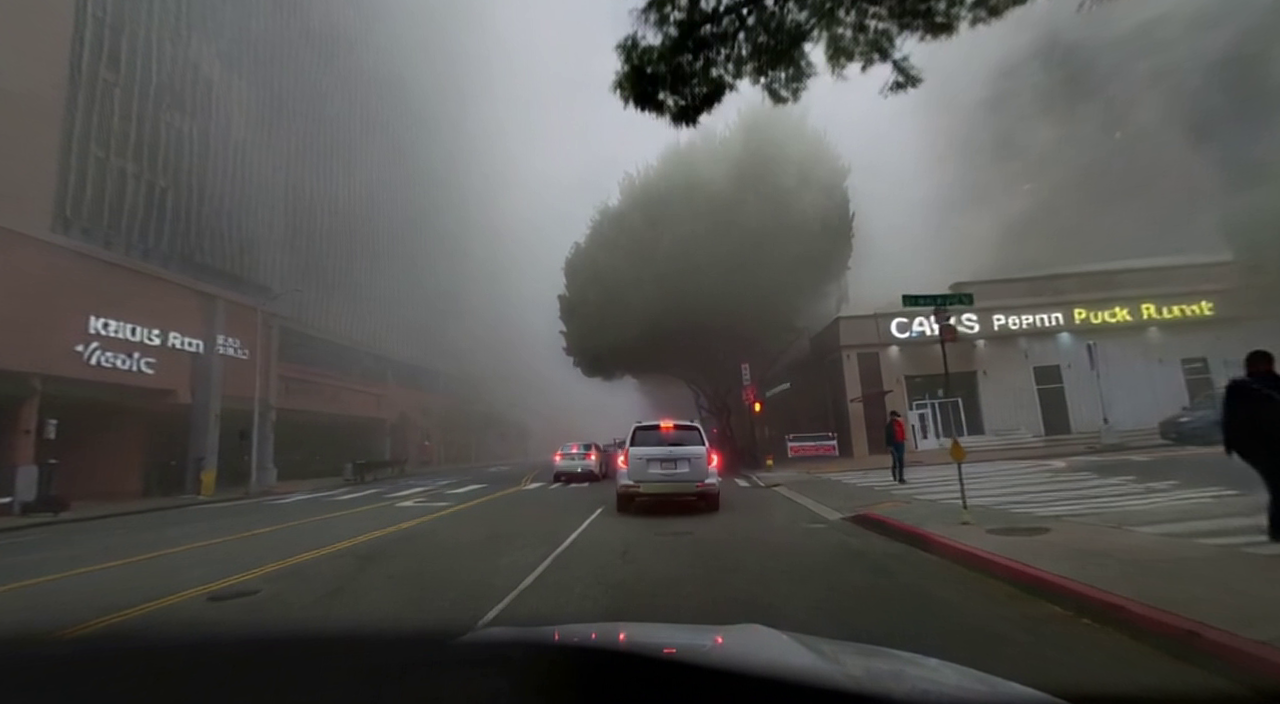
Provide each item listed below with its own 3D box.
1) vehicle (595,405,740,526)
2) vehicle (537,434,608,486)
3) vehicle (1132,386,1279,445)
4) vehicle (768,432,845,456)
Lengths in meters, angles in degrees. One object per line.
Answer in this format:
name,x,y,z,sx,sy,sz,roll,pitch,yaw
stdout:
vehicle,0.501,2.204,12.783,2.352,1.953,4.796,0,-8,1
vehicle,-2.372,3.925,23.279,2.023,1.702,4.152,0,-8,2
vehicle,17.125,1.837,17.978,4.474,1.583,1.970,0,-8,3
vehicle,10.568,5.912,40.423,4.426,1.490,1.862,0,-8,3
